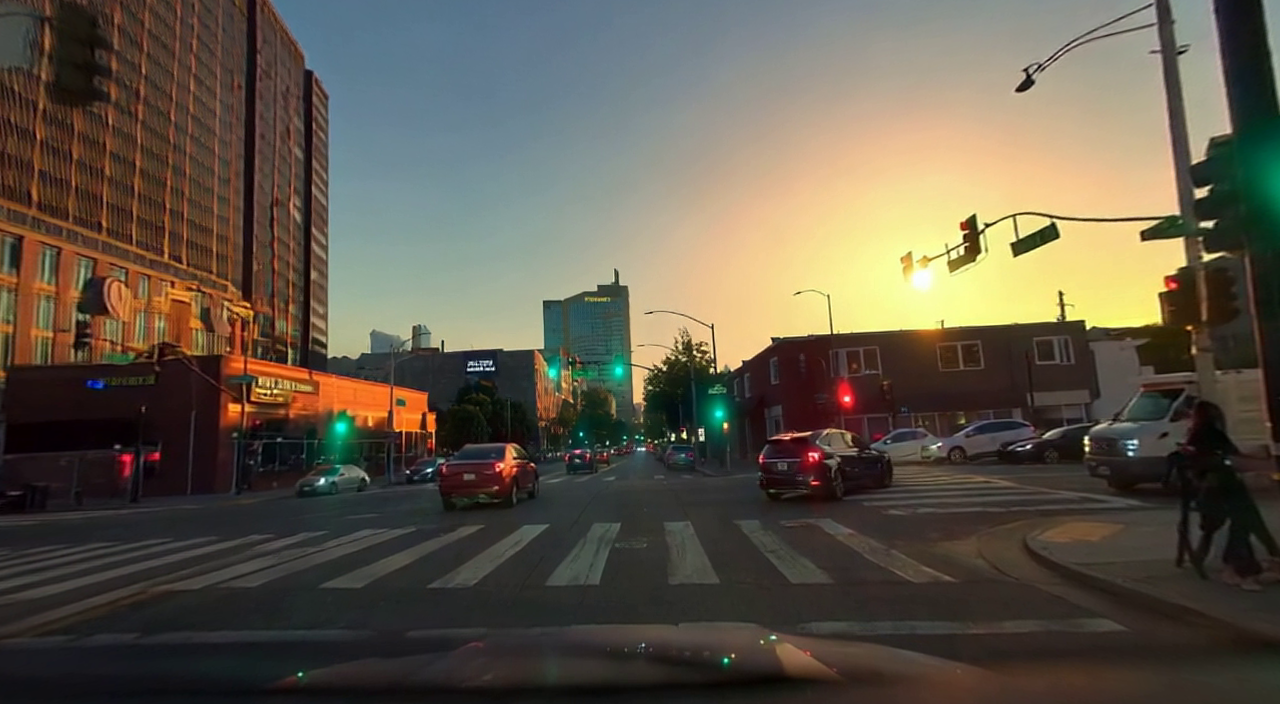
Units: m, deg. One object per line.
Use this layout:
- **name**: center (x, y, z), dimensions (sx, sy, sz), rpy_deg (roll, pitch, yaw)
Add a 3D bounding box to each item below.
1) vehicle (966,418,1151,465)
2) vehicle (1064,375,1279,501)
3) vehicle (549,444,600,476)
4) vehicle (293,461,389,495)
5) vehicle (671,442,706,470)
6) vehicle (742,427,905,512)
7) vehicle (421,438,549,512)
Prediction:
- **vehicle**: center (13.930, 3.015, 21.217), dimensions (4.801, 1.497, 1.895), rpy_deg (0, -8, 1)
- **vehicle**: center (11.945, 1.683, 12.347), dimensions (5.523, 2.219, 2.251), rpy_deg (0, -8, 1)
- **vehicle**: center (-3.191, 5.358, 31.523), dimensions (1.916, 1.487, 4.535), rpy_deg (0, -8, 2)
- **vehicle**: center (-15.290, 6.463, 32.562), dimensions (1.999, 1.466, 4.535), rpy_deg (-2, -9, 14)
- **vehicle**: center (3.284, 7.062, 43.003), dimensions (1.924, 1.765, 3.954), rpy_deg (0, -8, -2)
- **vehicle**: center (4.120, 2.427, 13.596), dimensions (2.153, 1.480, 4.540), rpy_deg (-5, -10, 32)
- **vehicle**: center (-3.442, 2.786, 14.763), dimensions (1.973, 1.496, 3.713), rpy_deg (0, -8, 1)
